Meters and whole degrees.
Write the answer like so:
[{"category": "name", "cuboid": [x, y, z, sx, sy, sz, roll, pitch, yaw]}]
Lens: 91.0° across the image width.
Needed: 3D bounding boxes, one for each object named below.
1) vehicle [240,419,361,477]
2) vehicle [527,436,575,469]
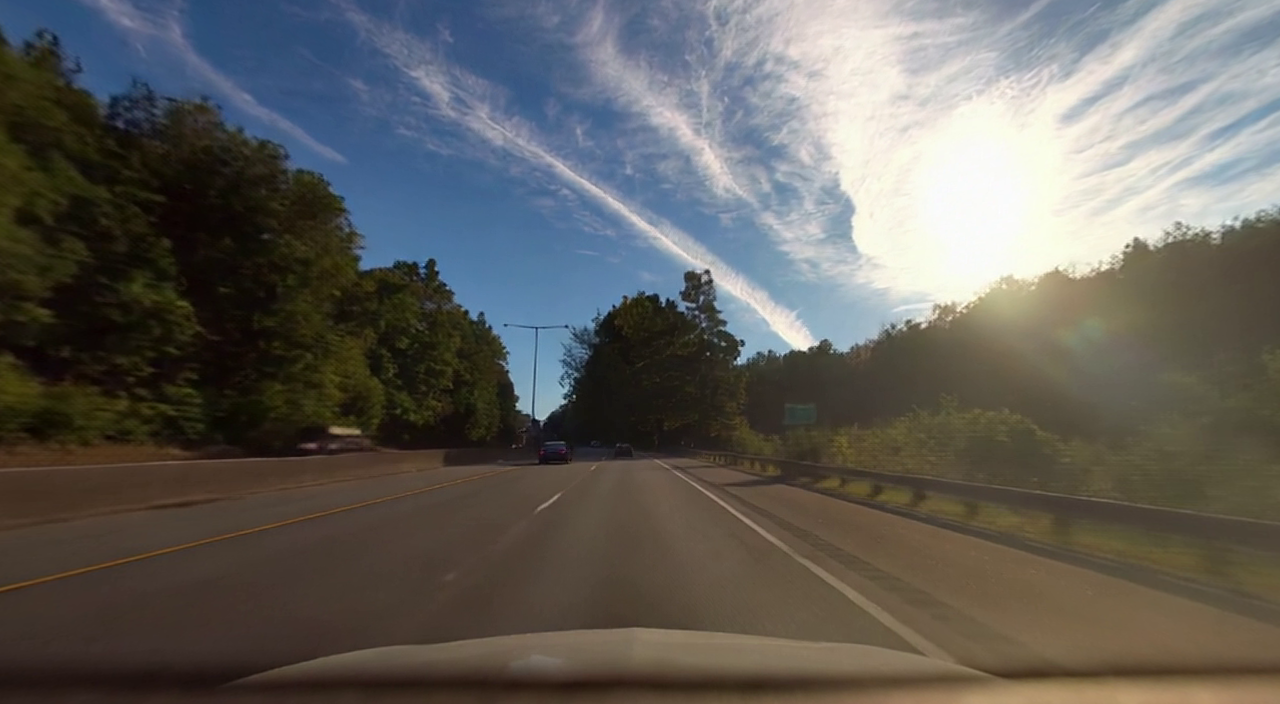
[{"category": "vehicle", "cuboid": [-14.243, 4.064, 26.850, 2.491, 2.189, 4.822, 0, -8, 0]}, {"category": "vehicle", "cuboid": [-4.828, 5.511, 34.764, 2.111, 1.645, 4.382, 0, -8, -1]}]
